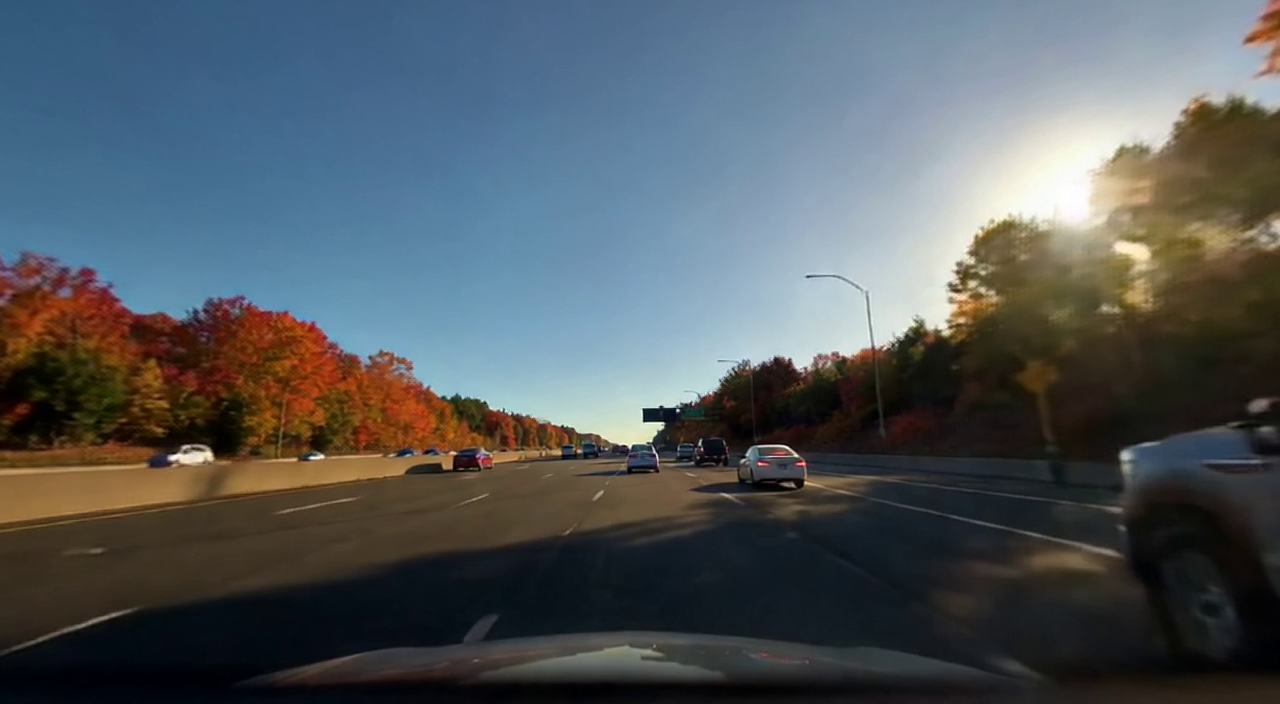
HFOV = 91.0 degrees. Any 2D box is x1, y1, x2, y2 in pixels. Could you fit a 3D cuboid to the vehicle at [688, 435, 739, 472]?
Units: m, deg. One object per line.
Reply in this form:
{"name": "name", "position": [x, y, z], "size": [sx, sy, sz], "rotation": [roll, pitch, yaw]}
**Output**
{"name": "vehicle", "position": [4.339, 6.131, 38.175], "size": [2.388, 1.998, 5.749], "rotation": [0, -9, 0]}

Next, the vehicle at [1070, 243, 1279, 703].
{"name": "vehicle", "position": [3.862, 0.296, 0.478], "size": [2.521, 2.101, 6.467], "rotation": [0, -9, 0]}

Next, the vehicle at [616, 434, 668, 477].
{"name": "vehicle", "position": [0.111, 5.101, 31.251], "size": [2.372, 1.957, 5.121], "rotation": [0, -9, 0]}

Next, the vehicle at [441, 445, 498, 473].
{"name": "vehicle", "position": [-9.756, 6.149, 36.348], "size": [1.989, 1.529, 4.433], "rotation": [0, -9, 1]}

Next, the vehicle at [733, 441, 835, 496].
{"name": "vehicle", "position": [4.338, 3.599, 19.842], "size": [2.057, 1.508, 4.767], "rotation": [0, -9, 0]}
